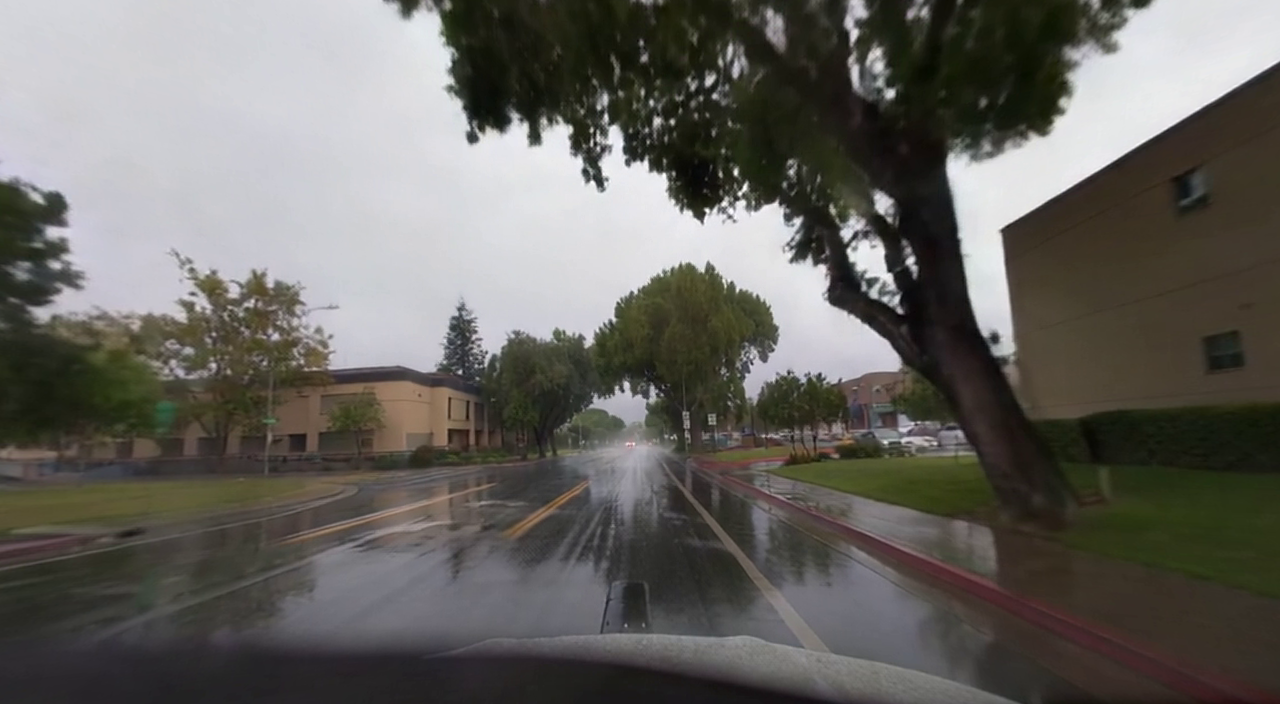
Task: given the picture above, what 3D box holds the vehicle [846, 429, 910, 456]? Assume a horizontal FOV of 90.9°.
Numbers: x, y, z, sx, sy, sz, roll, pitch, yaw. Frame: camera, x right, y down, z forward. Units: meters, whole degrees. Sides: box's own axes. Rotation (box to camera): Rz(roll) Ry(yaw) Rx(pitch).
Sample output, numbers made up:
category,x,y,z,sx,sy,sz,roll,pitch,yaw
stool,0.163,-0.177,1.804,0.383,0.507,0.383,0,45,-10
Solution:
category,x,y,z,sx,sy,sz,roll,pitch,yaw
vehicle,13.756,5.274,36.723,1.927,1.464,4.644,0,-8,0
